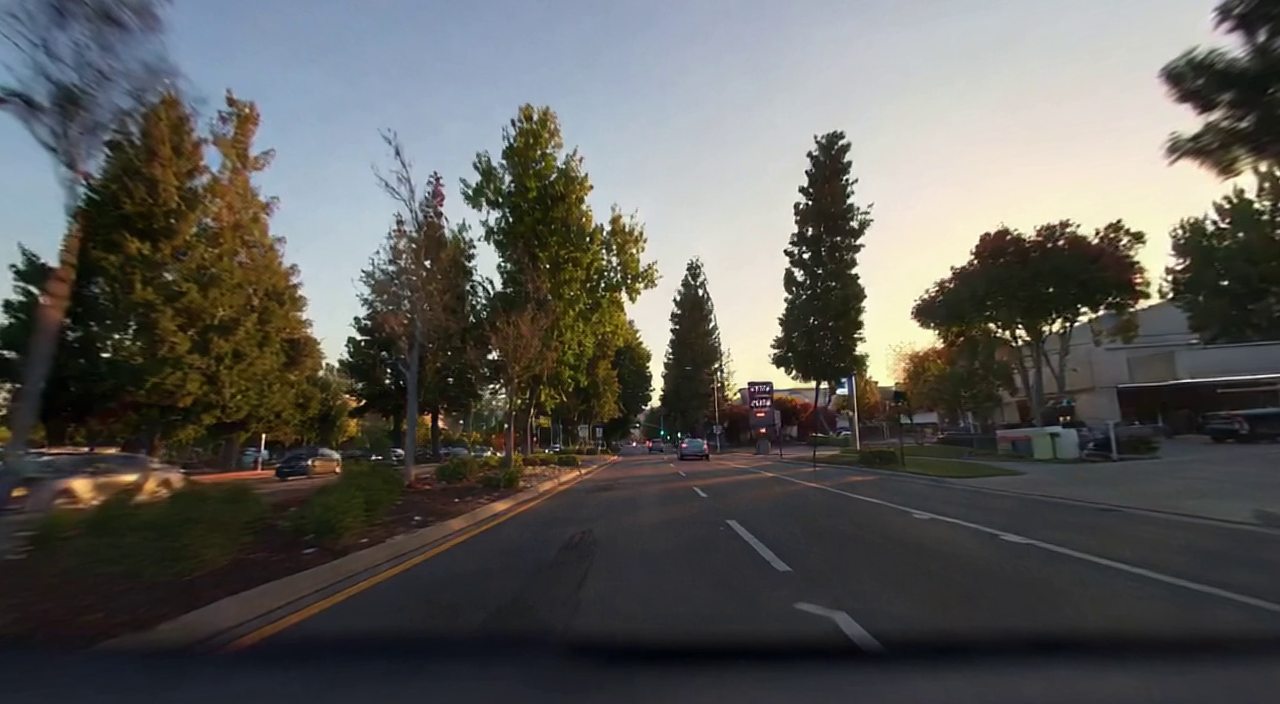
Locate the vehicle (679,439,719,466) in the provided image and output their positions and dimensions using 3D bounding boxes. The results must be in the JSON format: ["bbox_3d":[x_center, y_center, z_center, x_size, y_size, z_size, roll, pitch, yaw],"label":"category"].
[{"bbox_3d":[3.567,6.162,38.966,1.961,1.580,4.020,0,-8,-2],"label":"vehicle"}]

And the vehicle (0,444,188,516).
[{"bbox_3d":[-14.066,3.143,16.134,1.876,1.573,4.392,0,-8,-2],"label":"vehicle"}]

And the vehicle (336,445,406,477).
[{"bbox_3d":[-14.353,5.795,34.009,1.962,1.574,4.612,0,-8,-3],"label":"vehicle"}]
